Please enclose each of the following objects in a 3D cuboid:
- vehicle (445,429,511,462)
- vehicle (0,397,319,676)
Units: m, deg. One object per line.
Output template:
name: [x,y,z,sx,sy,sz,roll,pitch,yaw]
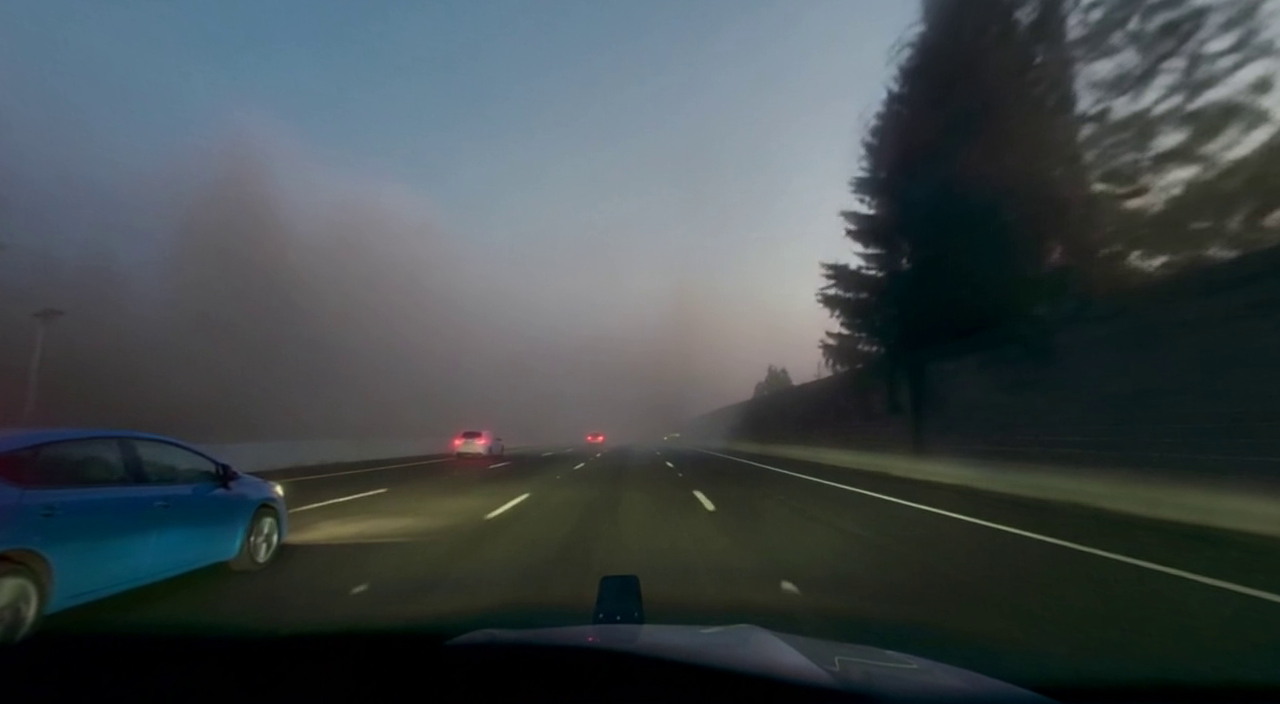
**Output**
vehicle: [-8.335,4.858,32.771,2.053,1.582,4.878,0,-8,1]
vehicle: [-4.496,1.181,4.717,2.079,1.500,3.881,0,-8,1]
